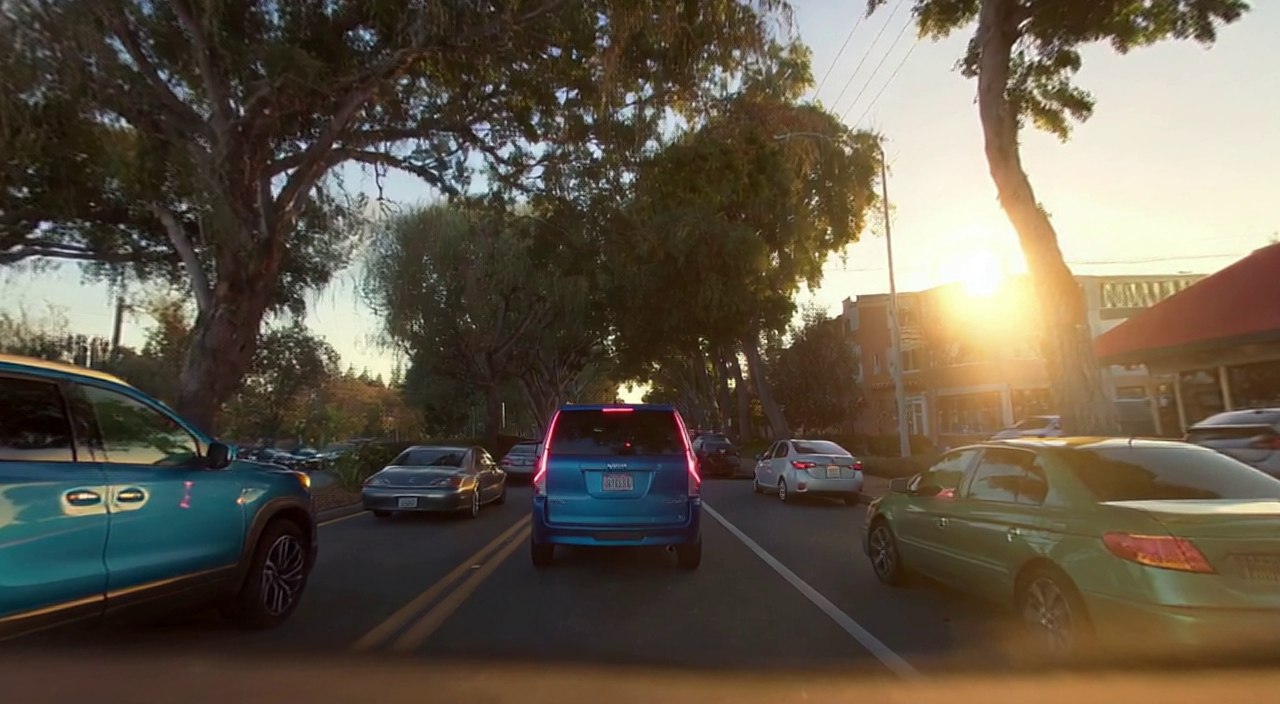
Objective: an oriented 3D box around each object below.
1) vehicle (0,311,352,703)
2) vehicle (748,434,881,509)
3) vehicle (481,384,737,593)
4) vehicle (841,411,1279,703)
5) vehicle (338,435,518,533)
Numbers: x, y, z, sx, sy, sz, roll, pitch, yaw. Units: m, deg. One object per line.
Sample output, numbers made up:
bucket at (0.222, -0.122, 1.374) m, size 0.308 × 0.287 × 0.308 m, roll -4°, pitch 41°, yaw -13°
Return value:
vehicle at (-3.604, 0.879, 3.129) m, size 2.231 × 1.853 × 4.461 m, roll 0°, pitch -9°, yaw 0°
vehicle at (3.937, 2.768, 15.078) m, size 1.875 × 1.521 × 4.192 m, roll 0°, pitch -9°, yaw -2°
vehicle at (-0.305, 1.507, 7.717) m, size 2.238 × 1.825 × 4.190 m, roll 0°, pitch -9°, yaw -1°
vehicle at (3.372, 1.356, 5.252) m, size 1.900 × 1.477 × 4.352 m, roll 0°, pitch -9°, yaw -1°
vehicle at (-3.585, 2.298, 11.605) m, size 1.849 × 1.451 × 4.218 m, roll 0°, pitch -9°, yaw 0°
